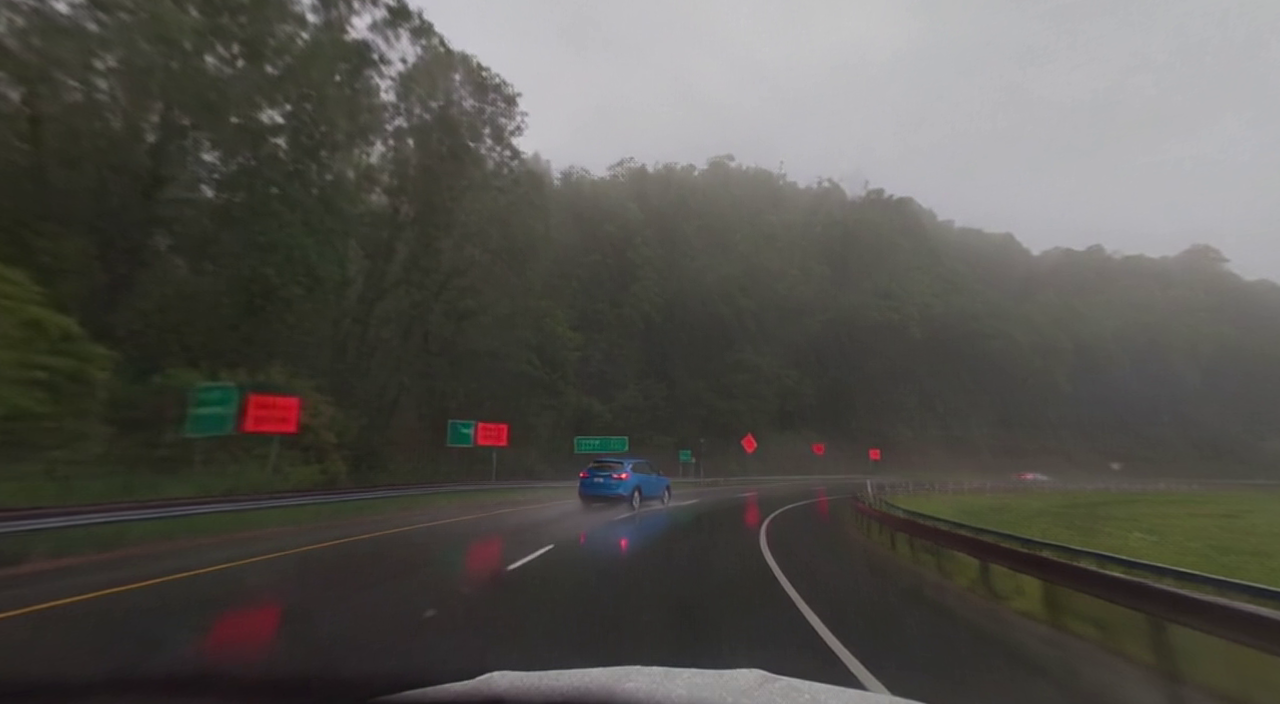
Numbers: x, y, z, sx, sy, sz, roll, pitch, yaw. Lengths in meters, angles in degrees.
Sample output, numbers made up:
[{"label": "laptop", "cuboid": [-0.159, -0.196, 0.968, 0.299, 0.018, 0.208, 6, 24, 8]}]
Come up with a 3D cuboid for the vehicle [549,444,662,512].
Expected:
[{"label": "vehicle", "cuboid": [-0.841, 3.653, 18.533, 1.997, 1.692, 4.422, -2, -11, 15]}]

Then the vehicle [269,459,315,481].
[{"label": "vehicle", "cuboid": [-24.028, 8.159, 43.641, 1.758, 1.470, 3.823, 3, -11, -13]}]
